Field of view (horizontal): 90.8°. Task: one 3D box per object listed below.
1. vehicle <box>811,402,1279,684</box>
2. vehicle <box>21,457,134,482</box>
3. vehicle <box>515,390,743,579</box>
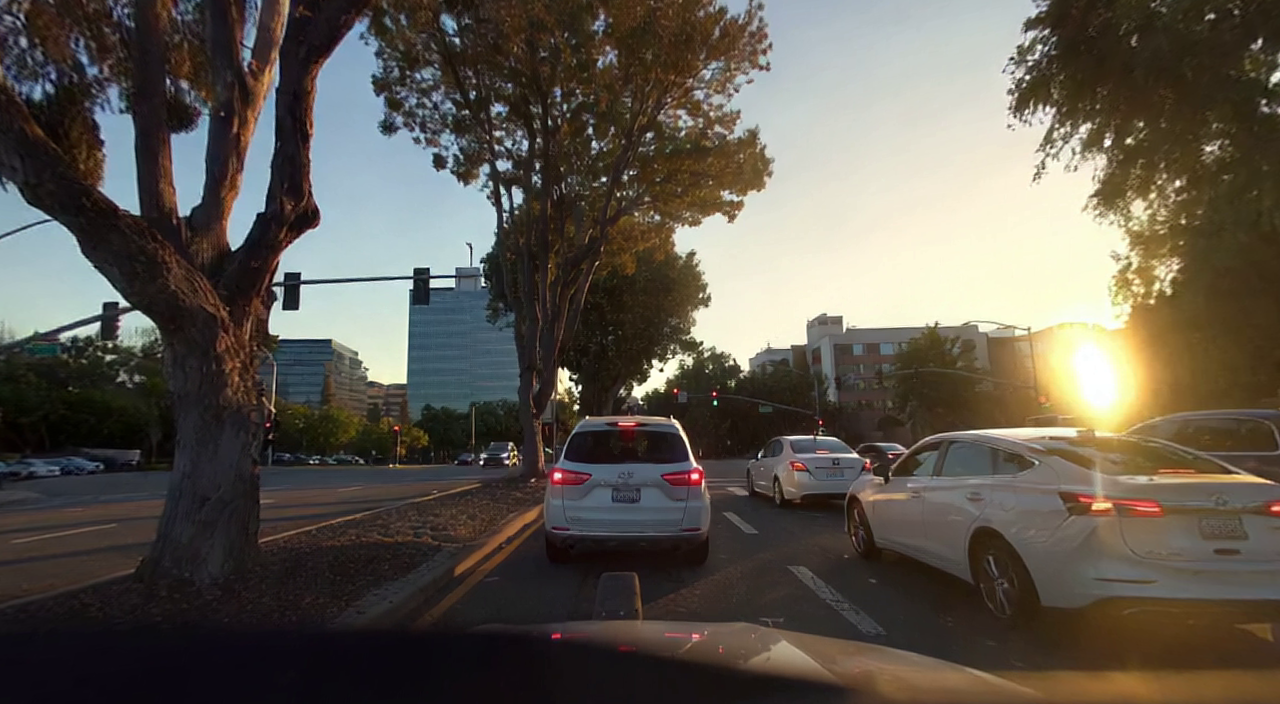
[{"bbox_3d":[3.362,1.426,5.992,2.034,1.558,4.774,0,-9,-1],"label":"vehicle"},{"bbox_3d":[-35.118,7.337,39.581,4.845,1.442,1.880,2,-9,-12],"label":"vehicle"},{"bbox_3d":[-0.224,1.619,8.443,2.236,1.827,4.316,1,-9,-3],"label":"vehicle"}]
